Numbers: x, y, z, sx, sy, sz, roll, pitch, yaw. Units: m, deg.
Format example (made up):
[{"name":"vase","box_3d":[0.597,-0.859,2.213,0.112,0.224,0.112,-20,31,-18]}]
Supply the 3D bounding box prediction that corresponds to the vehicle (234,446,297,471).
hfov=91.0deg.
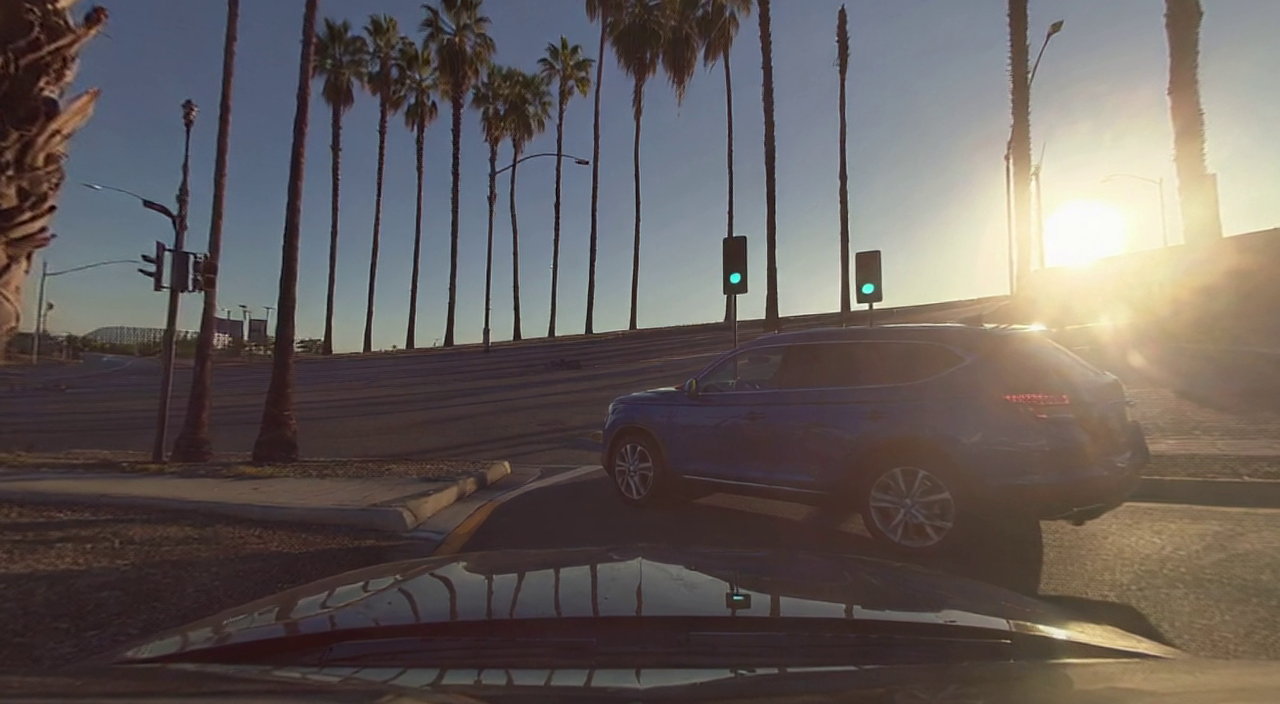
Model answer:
[{"name":"vehicle","box_3d":[-26.277,7.452,44.365,1.941,1.631,4.017,0,-8,0]}]

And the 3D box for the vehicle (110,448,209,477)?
[{"name":"vehicle","box_3d":[-26.587,6.114,35.037,1.830,1.443,4.551,0,-8,2]}]

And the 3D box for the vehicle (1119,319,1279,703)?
[{"name":"vehicle","box_3d":[3.443,0.518,0.717,2.028,1.770,4.737,0,-8,0]}]
